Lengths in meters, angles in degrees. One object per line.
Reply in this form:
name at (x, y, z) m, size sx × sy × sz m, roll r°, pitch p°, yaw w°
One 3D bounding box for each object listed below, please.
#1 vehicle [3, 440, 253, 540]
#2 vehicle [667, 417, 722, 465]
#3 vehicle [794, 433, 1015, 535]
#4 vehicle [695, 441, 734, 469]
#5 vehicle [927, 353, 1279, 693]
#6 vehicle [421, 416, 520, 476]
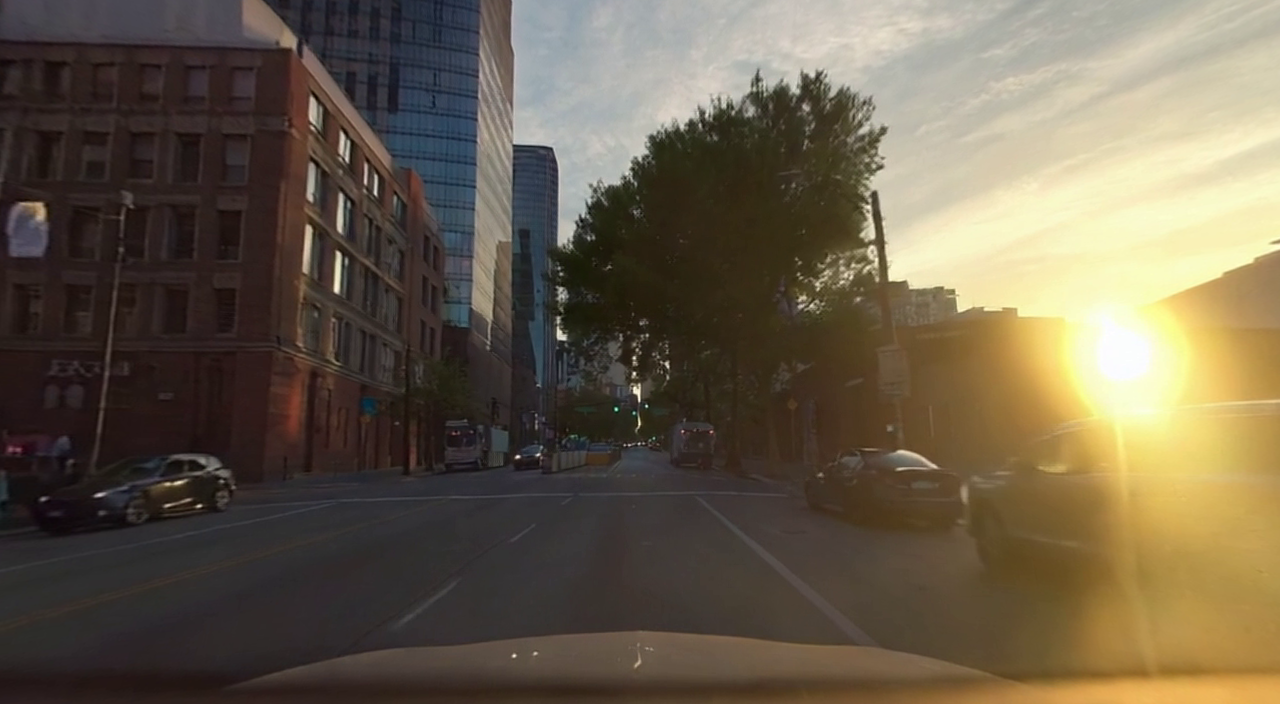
vehicle at (-11.173, 3.003, 14.360) m, size 2.039 × 1.770 × 4.445 m, roll -3°, pitch -9°, yaw -1°
vehicle at (3.847, 6.566, 46.331) m, size 2.952 × 3.171 × 7.939 m, roll 0°, pitch -8°, yaw -3°
vehicle at (4.527, 2.311, 11.739) m, size 2.079 × 1.501 × 4.385 m, roll 0°, pitch -8°, yaw -2°
vehicle at (4.391, 6.145, 37.818) m, size 1.891 × 1.535 × 4.068 m, roll 0°, pitch -8°, yaw 0°
vehicle at (4.742, 1.203, 5.177) m, size 2.237 × 1.908 × 5.320 m, roll 0°, pitch -8°, yaw 0°
vehicle at (-11.245, 6.421, 43.539) m, size 3.049 × 3.345 × 12.614 m, roll -4°, pitch -8°, yaw 1°
